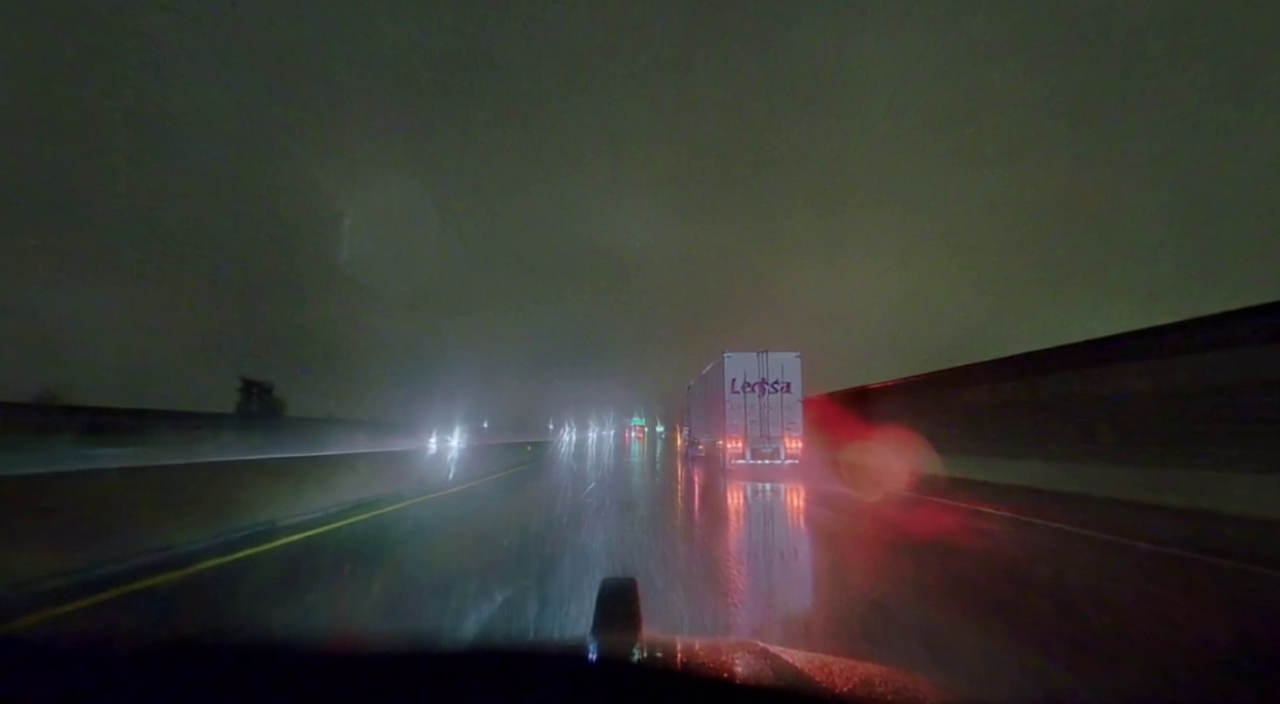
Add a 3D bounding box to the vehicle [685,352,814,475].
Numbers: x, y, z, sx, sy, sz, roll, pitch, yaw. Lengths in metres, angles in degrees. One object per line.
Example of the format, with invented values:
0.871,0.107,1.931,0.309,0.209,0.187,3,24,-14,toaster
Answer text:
4.079,2.960,27.684,2.920,4.029,13.900,0,-8,-1,vehicle
